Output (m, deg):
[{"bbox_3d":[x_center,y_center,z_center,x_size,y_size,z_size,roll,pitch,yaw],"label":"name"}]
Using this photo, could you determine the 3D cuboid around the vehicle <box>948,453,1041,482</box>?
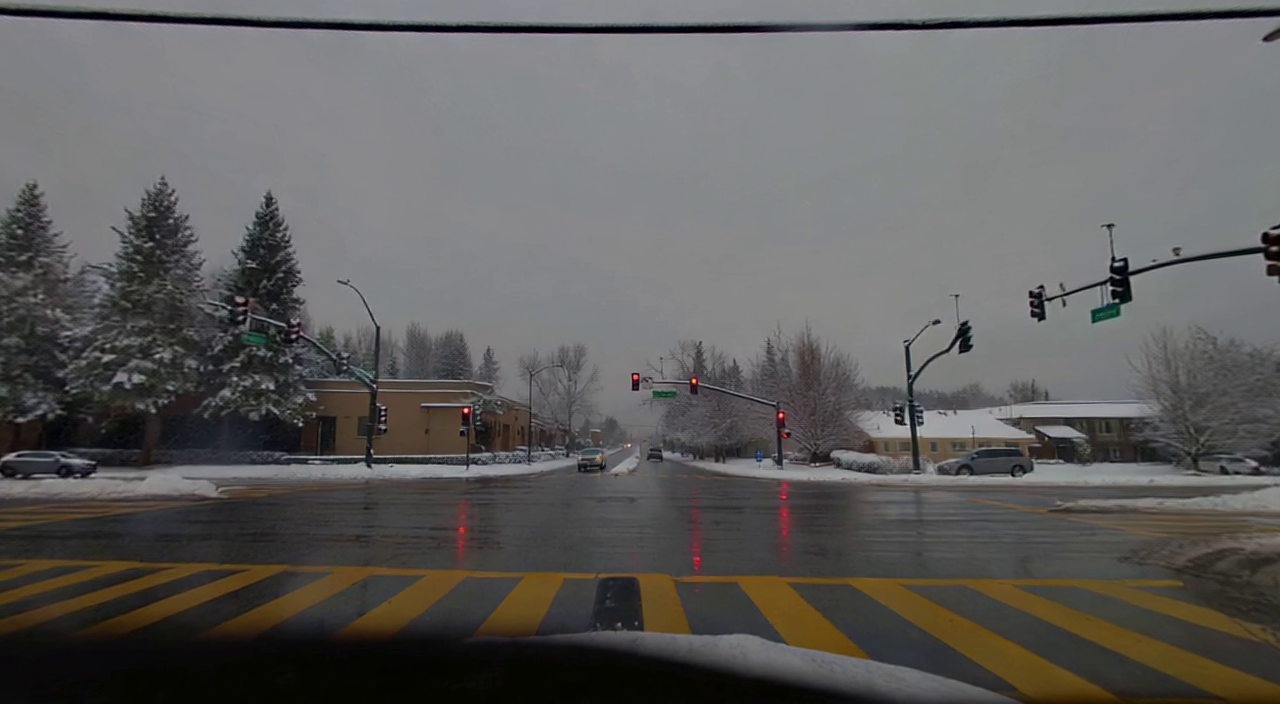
[{"bbox_3d":[21.108,6.879,37.582,4.447,1.623,1.801,0,-9,-3],"label":"vehicle"}]

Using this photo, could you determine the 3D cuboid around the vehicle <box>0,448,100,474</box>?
[{"bbox_3d":[-35.129,6.420,37.187,4.741,1.447,1.807,0,-9,0],"label":"vehicle"}]

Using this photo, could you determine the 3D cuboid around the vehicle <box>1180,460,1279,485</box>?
[{"bbox_3d":[36.230,7.316,38.295,4.976,1.428,1.929,0,-9,-2],"label":"vehicle"}]

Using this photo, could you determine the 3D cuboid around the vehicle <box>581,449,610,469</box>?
[{"bbox_3d":[-3.441,8.358,49.217,1.908,1.441,4.142,0,-8,1],"label":"vehicle"}]
